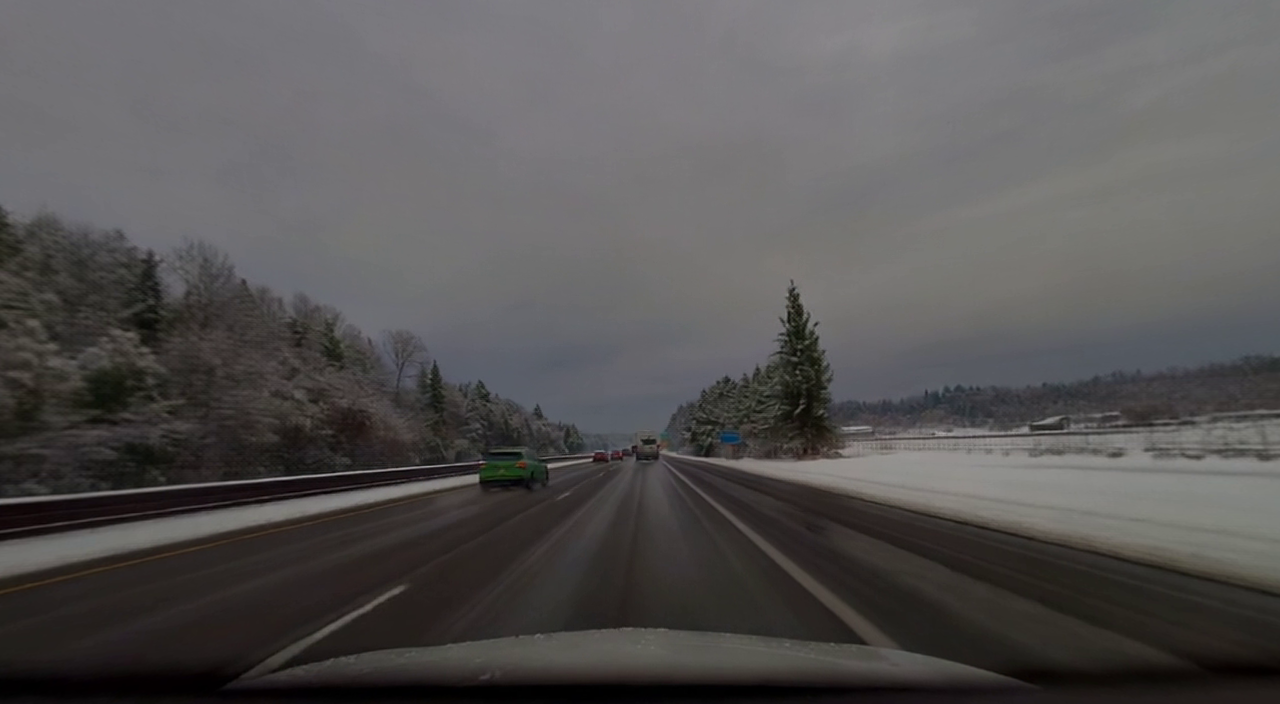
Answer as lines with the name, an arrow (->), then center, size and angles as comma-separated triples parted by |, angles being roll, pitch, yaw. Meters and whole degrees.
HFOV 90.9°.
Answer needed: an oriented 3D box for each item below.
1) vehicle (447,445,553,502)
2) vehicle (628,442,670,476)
vehicle -> -3.927, 3.480, 18.472 | 1.998, 1.460, 4.422 | 0, -9, 1
vehicle -> 0.470, 5.849, 34.617 | 2.172, 1.687, 3.929 | 0, -9, 0
